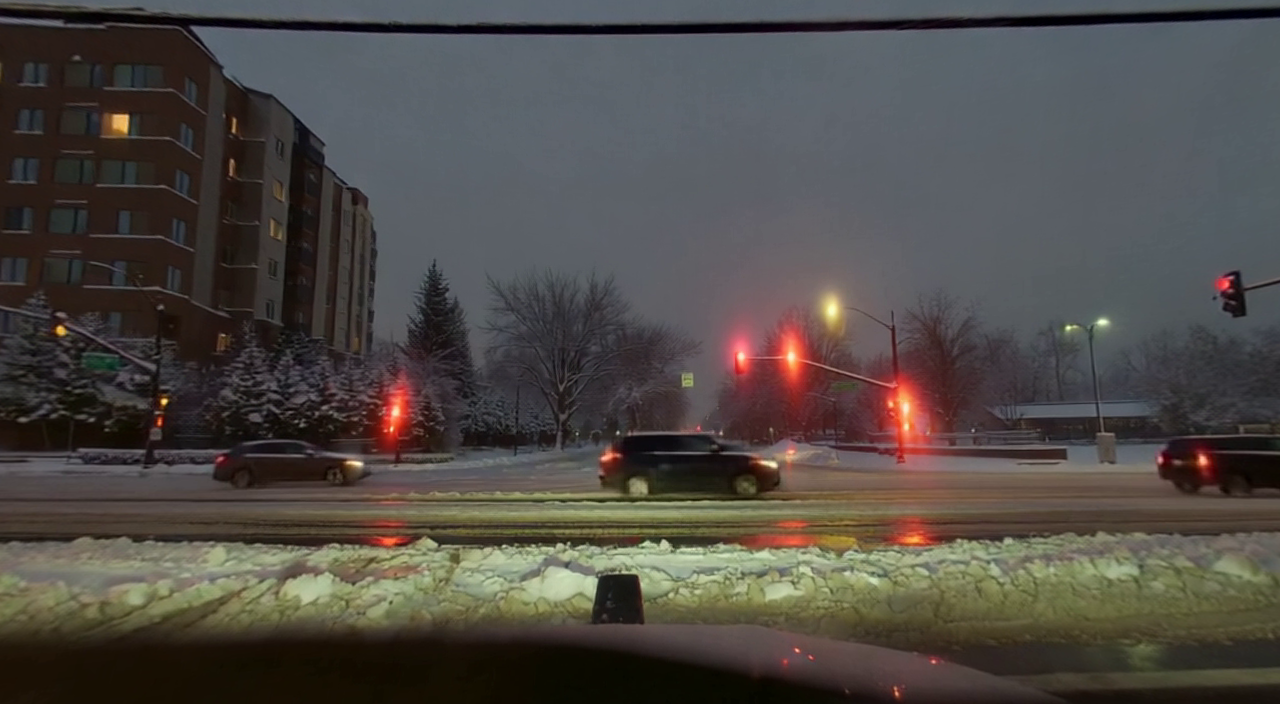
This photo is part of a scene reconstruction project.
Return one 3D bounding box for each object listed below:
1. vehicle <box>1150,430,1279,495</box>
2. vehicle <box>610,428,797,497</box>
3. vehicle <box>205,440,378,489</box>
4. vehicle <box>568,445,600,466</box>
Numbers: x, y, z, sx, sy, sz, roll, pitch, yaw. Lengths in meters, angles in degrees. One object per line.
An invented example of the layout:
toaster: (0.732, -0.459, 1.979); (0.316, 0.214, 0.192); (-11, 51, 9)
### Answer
vehicle: (20.026, 3.514, 20.398); (5.101, 1.940, 2.468); (1, -8, -6)
vehicle: (1.678, 3.093, 17.965); (4.923, 1.800, 2.153); (1, -8, -6)
vehicle: (-11.101, 3.607, 20.516); (4.424, 1.454, 2.043); (2, -9, -11)
vehicle: (-4.387, 8.131, 49.773); (2.130, 1.613, 4.121); (0, -8, 0)
